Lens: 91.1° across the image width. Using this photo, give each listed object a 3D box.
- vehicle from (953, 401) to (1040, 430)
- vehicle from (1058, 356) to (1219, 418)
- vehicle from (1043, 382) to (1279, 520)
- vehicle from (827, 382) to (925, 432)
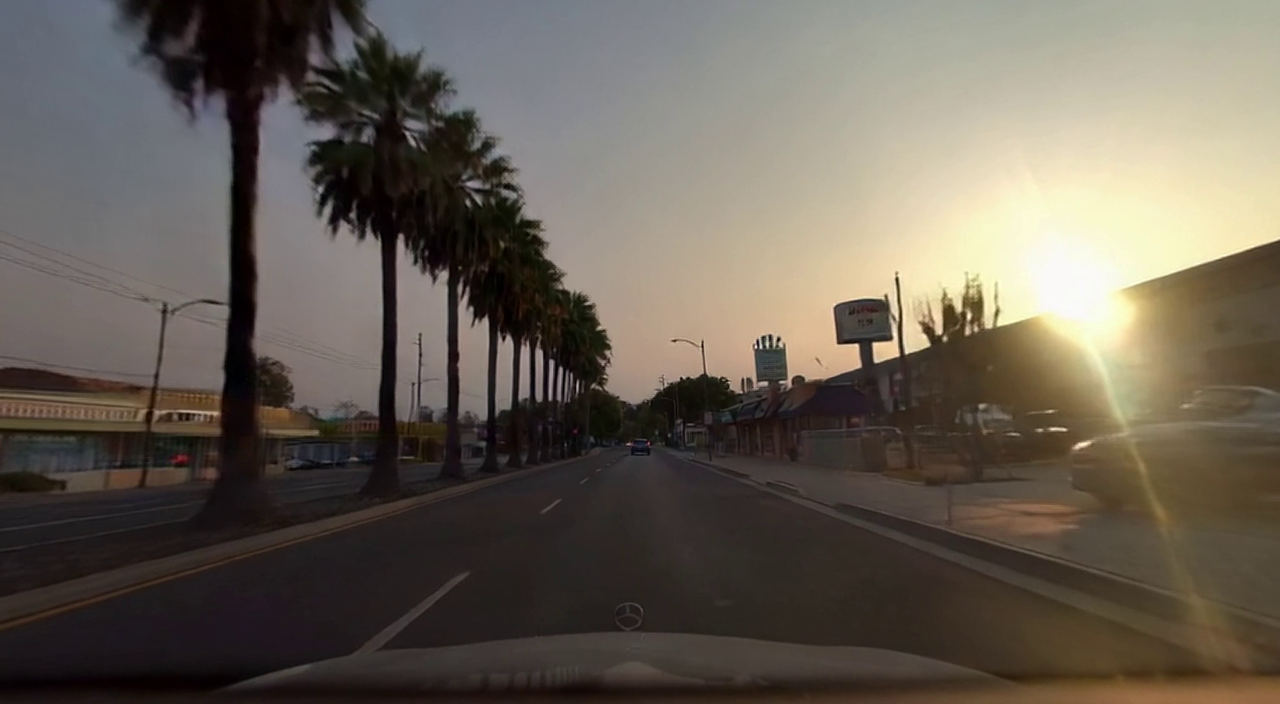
[{"bbox_3d":[23.486,4.232,41.516,4.630,1.473,1.702,-6,-12,17],"label":"vehicle"},{"bbox_3d":[22.235,1.694,28.177,5.257,1.921,2.104,-13,-15,42],"label":"vehicle"},{"bbox_3d":[9.362,1.962,11.236,1.917,1.876,4.629,-6,-15,12],"label":"vehicle"},{"bbox_3d":[11.511,2.774,30.442,5.186,2.000,2.226,9,-12,-41],"label":"vehicle"}]
